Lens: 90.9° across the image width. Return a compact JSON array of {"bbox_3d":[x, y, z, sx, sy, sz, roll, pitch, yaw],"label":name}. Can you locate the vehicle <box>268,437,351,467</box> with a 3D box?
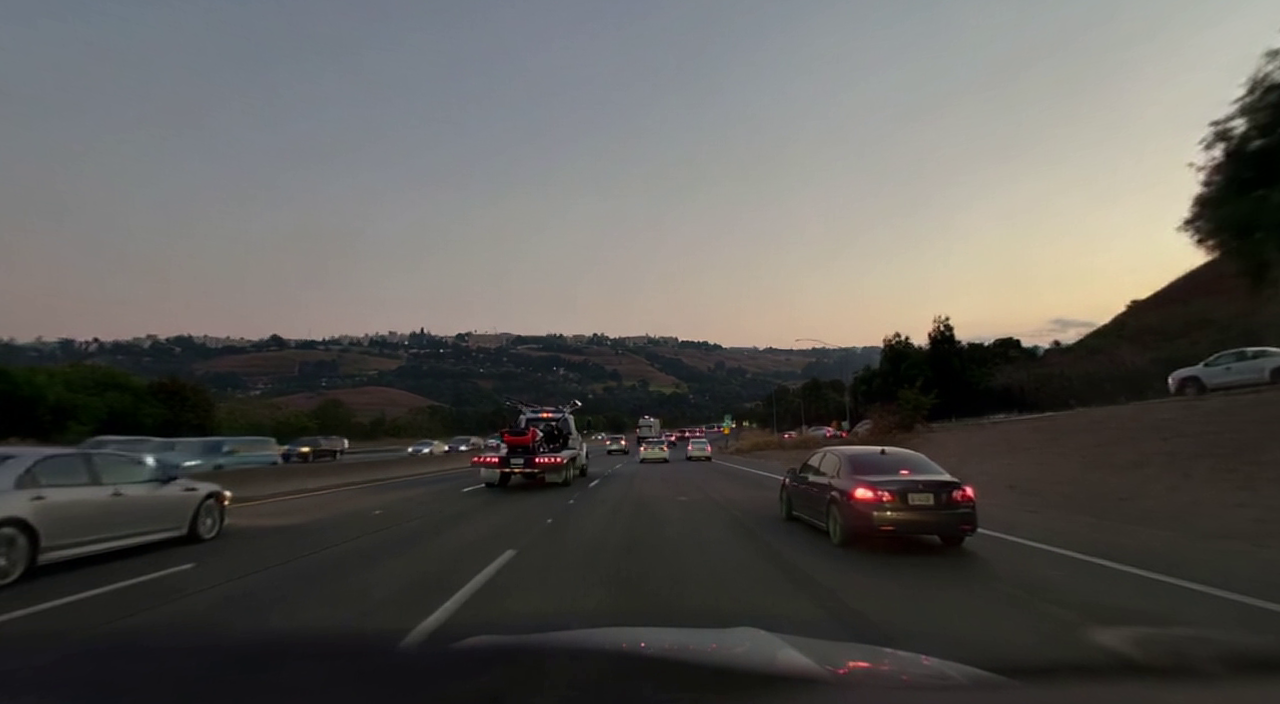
[{"bbox_3d":[-19.310,5.844,37.107,2.219,1.653,4.501,0,-8,3],"label":"vehicle"}]

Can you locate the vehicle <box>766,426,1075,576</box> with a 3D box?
[{"bbox_3d":[3.262,1.806,8.516,2.040,1.481,4.260,0,-8,-3],"label":"vehicle"}]

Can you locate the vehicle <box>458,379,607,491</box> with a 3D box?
[{"bbox_3d":[-3.108,2.930,21.803,3.162,2.955,10.282,0,-8,1],"label":"vehicle"}]

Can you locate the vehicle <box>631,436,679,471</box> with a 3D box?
[{"bbox_3d":[0.683,4.638,29.070,2.079,1.499,3.915,0,-8,1],"label":"vehicle"}]

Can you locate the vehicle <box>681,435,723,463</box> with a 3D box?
[{"bbox_3d":[3.775,6.025,39.306,2.075,1.614,4.682,0,-8,-1],"label":"vehicle"}]

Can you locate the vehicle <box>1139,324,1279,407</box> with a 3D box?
[{"bbox_3d":[15.124,0.414,15.479,1.979,1.616,4.268,1,-8,-5],"label":"vehicle"}]

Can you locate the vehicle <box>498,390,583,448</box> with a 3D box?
[{"bbox_3d":[-3.089,2.285,20.618,1.893,1.674,4.766,0,-8,1],"label":"vehicle"}]

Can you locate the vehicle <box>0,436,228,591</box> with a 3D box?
[{"bbox_3d":[-6.763,1.539,6.239,1.964,1.395,4.948,0,-8,1],"label":"vehicle"}]
